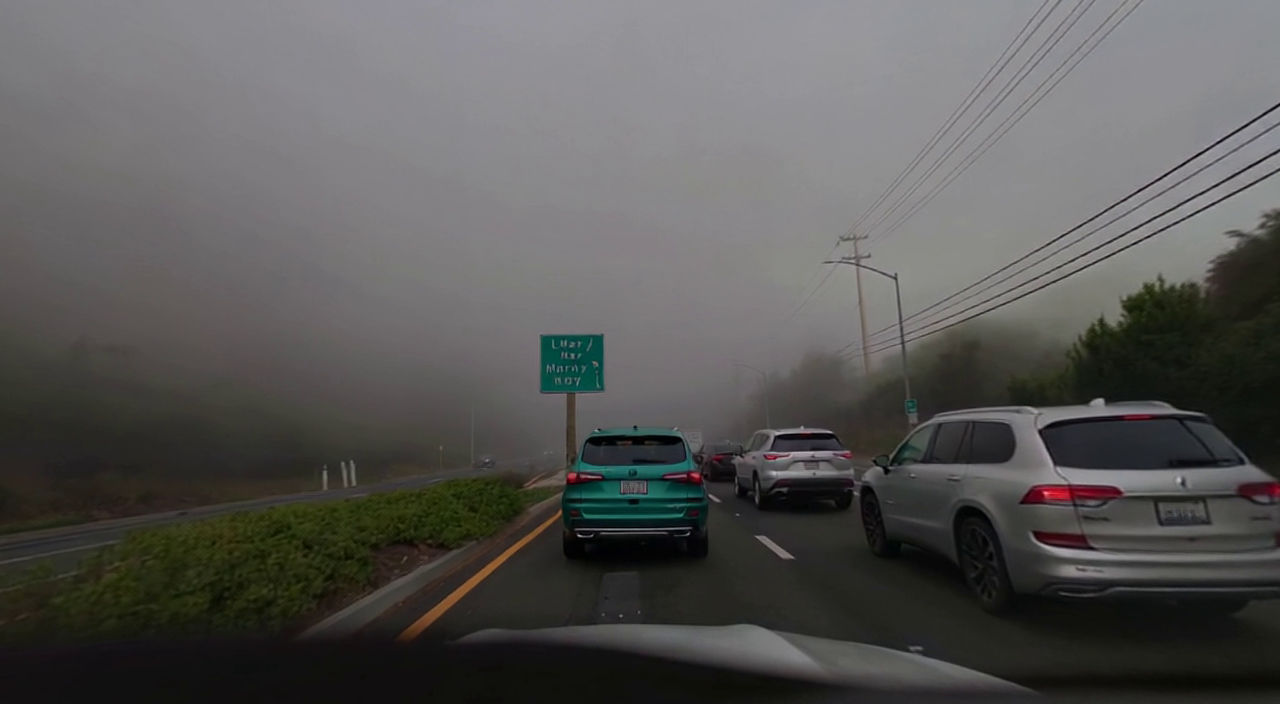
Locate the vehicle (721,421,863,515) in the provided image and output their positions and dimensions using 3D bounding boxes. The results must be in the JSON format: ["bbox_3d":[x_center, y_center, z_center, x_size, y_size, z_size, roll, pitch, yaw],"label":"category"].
[{"bbox_3d":[3.285,2.622,14.773,2.097,1.818,4.625,0,-8,-1],"label":"vehicle"}]

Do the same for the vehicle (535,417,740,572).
[{"bbox_3d":[-0.069,1.846,8.987,2.199,1.641,4.232,0,-8,-1],"label":"vehicle"}]

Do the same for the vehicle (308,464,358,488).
[{"bbox_3d":[-22.895,9.251,47.246,1.847,1.554,3.926,0,-8,-1],"label":"vehicle"}]

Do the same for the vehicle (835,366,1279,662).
[{"bbox_3d":[3.509,1.238,5.840,2.001,1.707,4.250,0,-8,-1],"label":"vehicle"}]
